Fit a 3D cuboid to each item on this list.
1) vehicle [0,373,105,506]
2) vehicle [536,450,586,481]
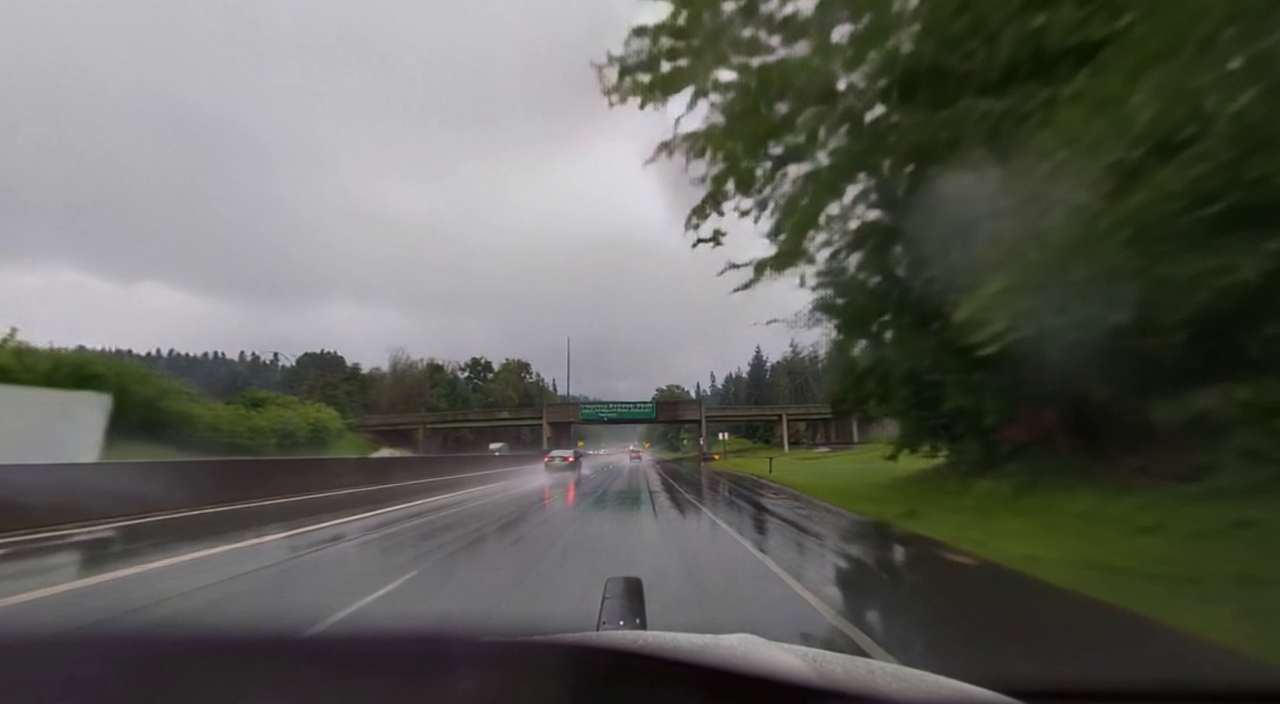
[{"bbox_3d":[-20.120,1.919,14.392,2.907,3.842,14.891,0,-9,0],"label":"vehicle"},{"bbox_3d":[-4.027,5.843,32.828,1.992,1.504,4.117,0,-9,1],"label":"vehicle"}]
